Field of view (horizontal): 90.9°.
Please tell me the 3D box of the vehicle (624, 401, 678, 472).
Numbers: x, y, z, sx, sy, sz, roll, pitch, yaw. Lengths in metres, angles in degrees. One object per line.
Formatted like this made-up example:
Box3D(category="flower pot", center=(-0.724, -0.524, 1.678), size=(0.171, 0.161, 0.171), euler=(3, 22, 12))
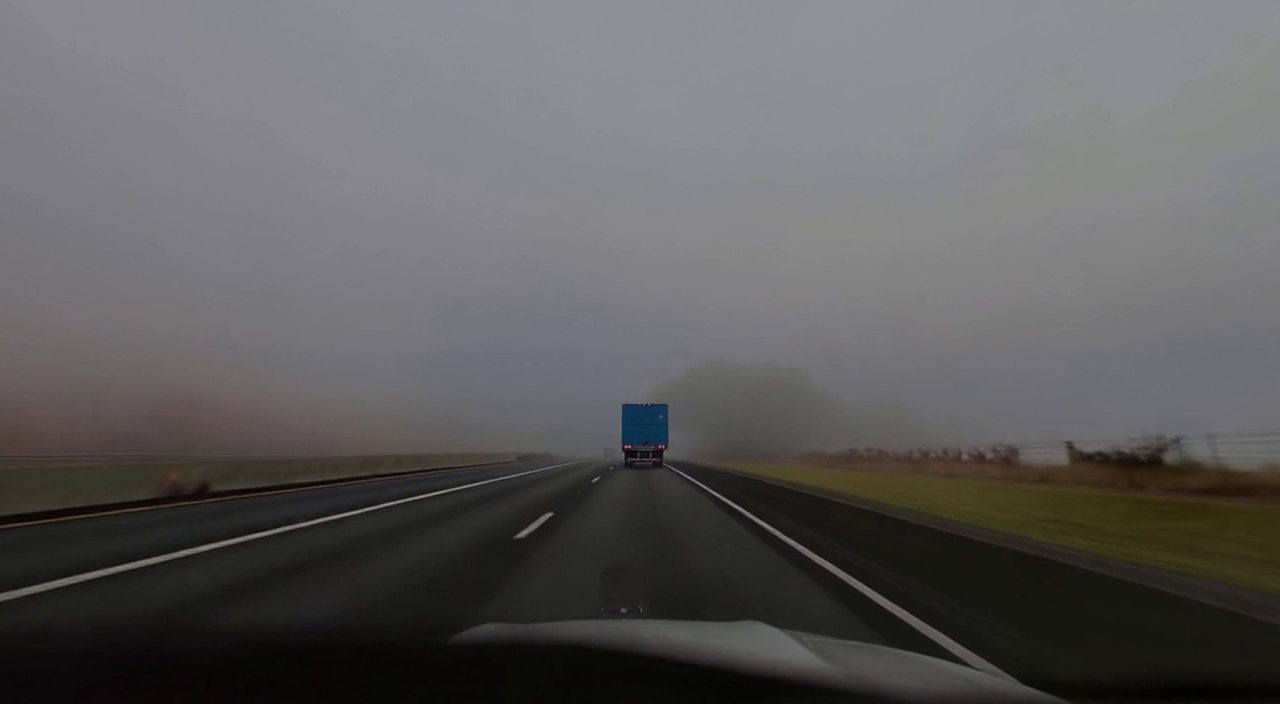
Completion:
Box3D(category="vehicle", center=(0.502, 5.701, 41.723), size=(3.055, 4.009, 10.972), euler=(0, -9, -2))
